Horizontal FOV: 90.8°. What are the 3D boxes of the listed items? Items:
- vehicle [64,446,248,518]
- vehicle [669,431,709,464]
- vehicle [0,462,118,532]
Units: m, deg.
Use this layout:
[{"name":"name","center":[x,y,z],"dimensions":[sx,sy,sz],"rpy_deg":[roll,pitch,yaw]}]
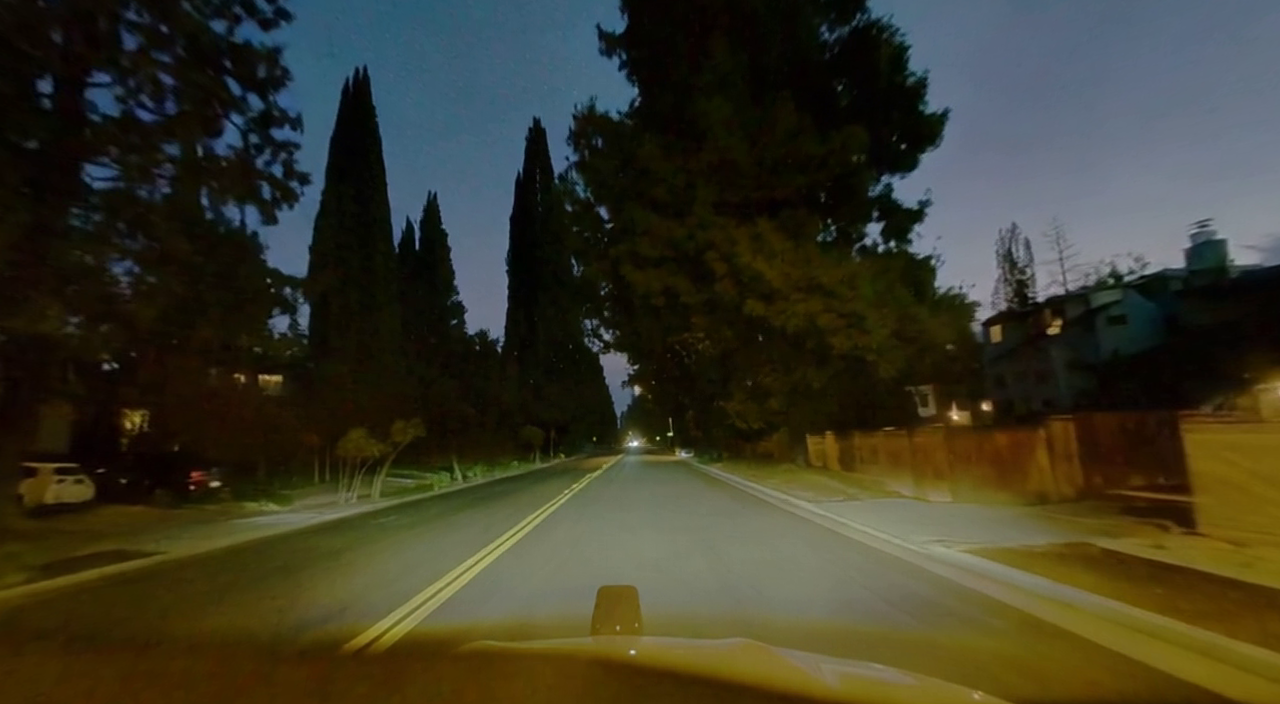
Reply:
[{"name":"vehicle","center":[-14.271,3.714,18.569],"dimensions":[5.275,1.807,2.279],"rpy_deg":[-6,-10,29]},{"name":"vehicle","center":[2.961,5.923,39.143],"dimensions":[2.125,1.861,4.564],"rpy_deg":[-1,-8,0]},{"name":"vehicle","center":[-15.443,3.512,15.758],"dimensions":[4.273,1.459,2.000],"rpy_deg":[-5,-9,25]}]
